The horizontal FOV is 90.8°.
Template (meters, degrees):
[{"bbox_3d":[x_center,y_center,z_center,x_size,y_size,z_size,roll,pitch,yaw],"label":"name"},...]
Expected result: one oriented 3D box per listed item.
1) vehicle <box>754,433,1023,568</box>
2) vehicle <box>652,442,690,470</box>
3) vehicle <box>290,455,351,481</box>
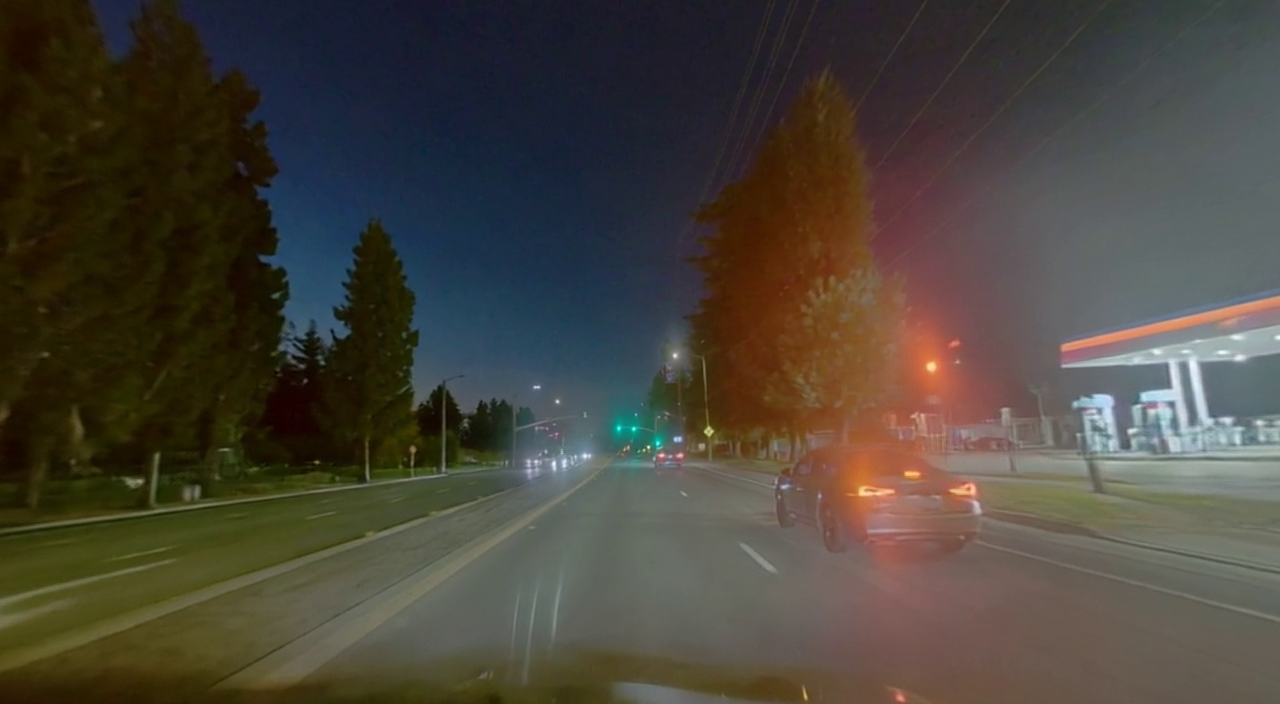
[{"bbox_3d":[3.198,1.995,9.305,2.061,1.475,4.296,0,-9,-2],"label":"vehicle"},{"bbox_3d":[2.063,7.157,43.684,2.115,1.840,4.777,0,-9,-3],"label":"vehicle"},{"bbox_3d":[-24.607,8.941,48.907,2.082,1.829,5.094,0,-9,-1],"label":"vehicle"}]
